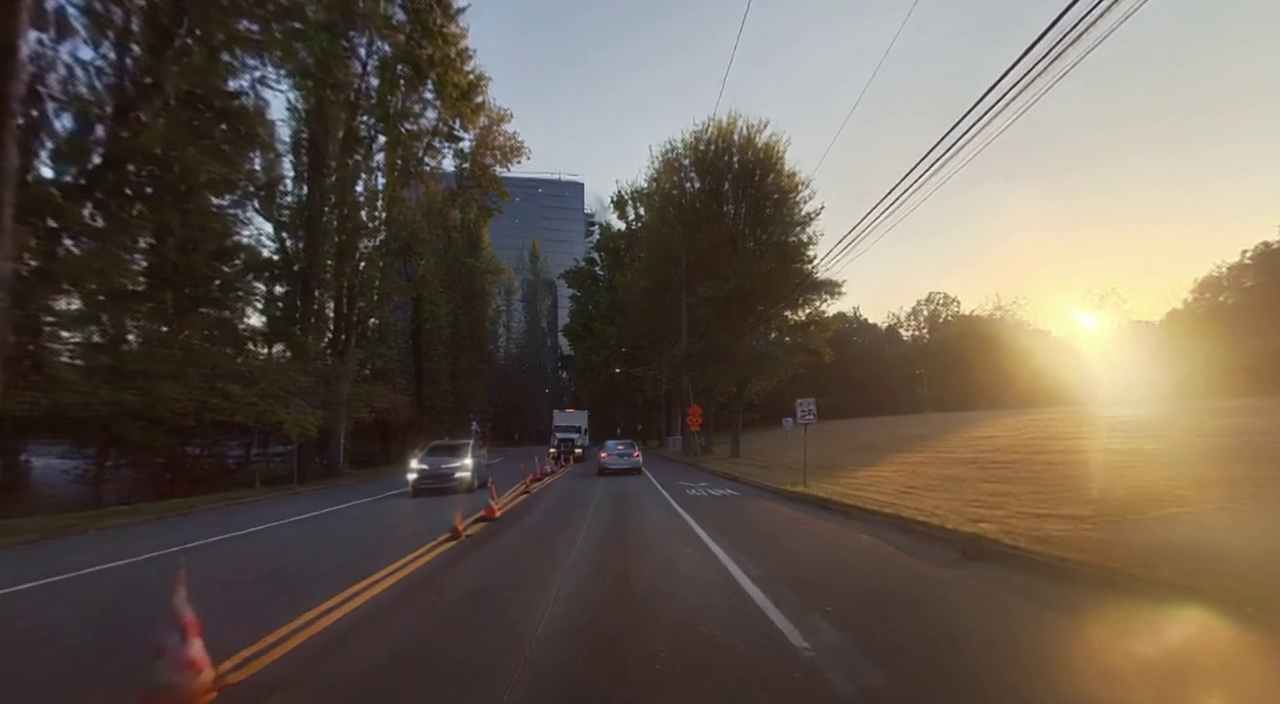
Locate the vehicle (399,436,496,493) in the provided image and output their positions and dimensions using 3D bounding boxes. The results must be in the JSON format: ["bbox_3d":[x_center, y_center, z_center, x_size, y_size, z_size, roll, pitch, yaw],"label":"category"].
[{"bbox_3d":[-5.623,3.307,19.026,2.019,1.492,4.091,1,-8,-6],"label":"vehicle"}]

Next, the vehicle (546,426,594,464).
[{"bbox_3d":[-4.219,5.615,38.171,2.671,2.053,6.074,1,-8,-6],"label":"vehicle"}]

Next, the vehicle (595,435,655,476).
[{"bbox_3d":[-0.609,4.085,25.219,2.186,1.463,4.356,0,-8,-2],"label":"vehicle"}]
